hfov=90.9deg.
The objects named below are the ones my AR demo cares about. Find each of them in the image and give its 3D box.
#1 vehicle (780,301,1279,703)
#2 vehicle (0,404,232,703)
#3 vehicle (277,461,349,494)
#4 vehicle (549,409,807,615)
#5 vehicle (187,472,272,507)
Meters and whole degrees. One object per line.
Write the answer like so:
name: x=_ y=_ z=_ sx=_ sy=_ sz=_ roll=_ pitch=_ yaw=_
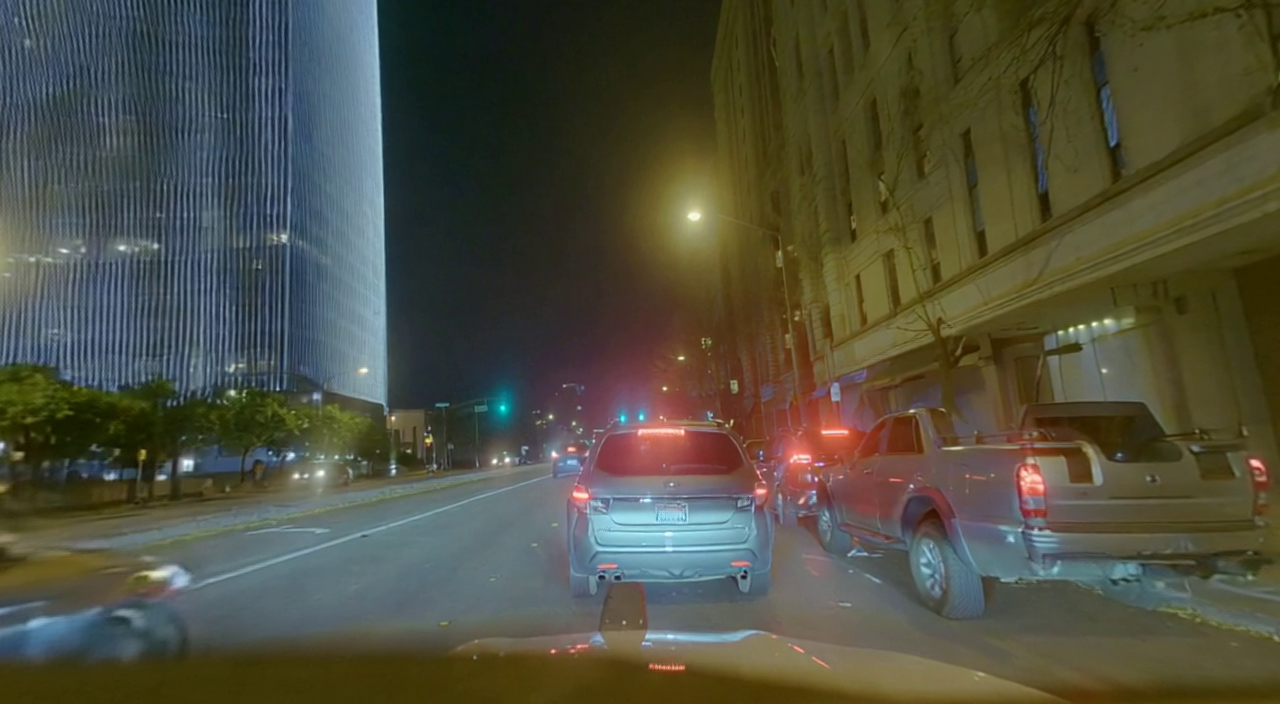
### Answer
vehicle: x=2.746 y=1.066 z=4.917 sx=2.117 sy=1.855 sz=4.794 roll=0 pitch=-9 yaw=-1
vehicle: x=-3.072 y=0.715 z=0.687 sx=2.088 sy=1.483 sz=4.708 roll=0 pitch=-9 yaw=0
vehicle: x=-19.371 y=7.430 z=37.601 sx=2.068 sy=1.729 sz=4.135 roll=0 pitch=-9 yaw=0
vehicle: x=0.238 y=1.539 z=6.866 sx=2.045 sy=1.608 sz=3.573 roll=0 pitch=-9 yaw=-2
vehicle: x=-22.643 y=7.572 z=35.007 sx=1.854 sy=1.419 sz=4.318 roll=-7 pitch=-8 yaw=0
